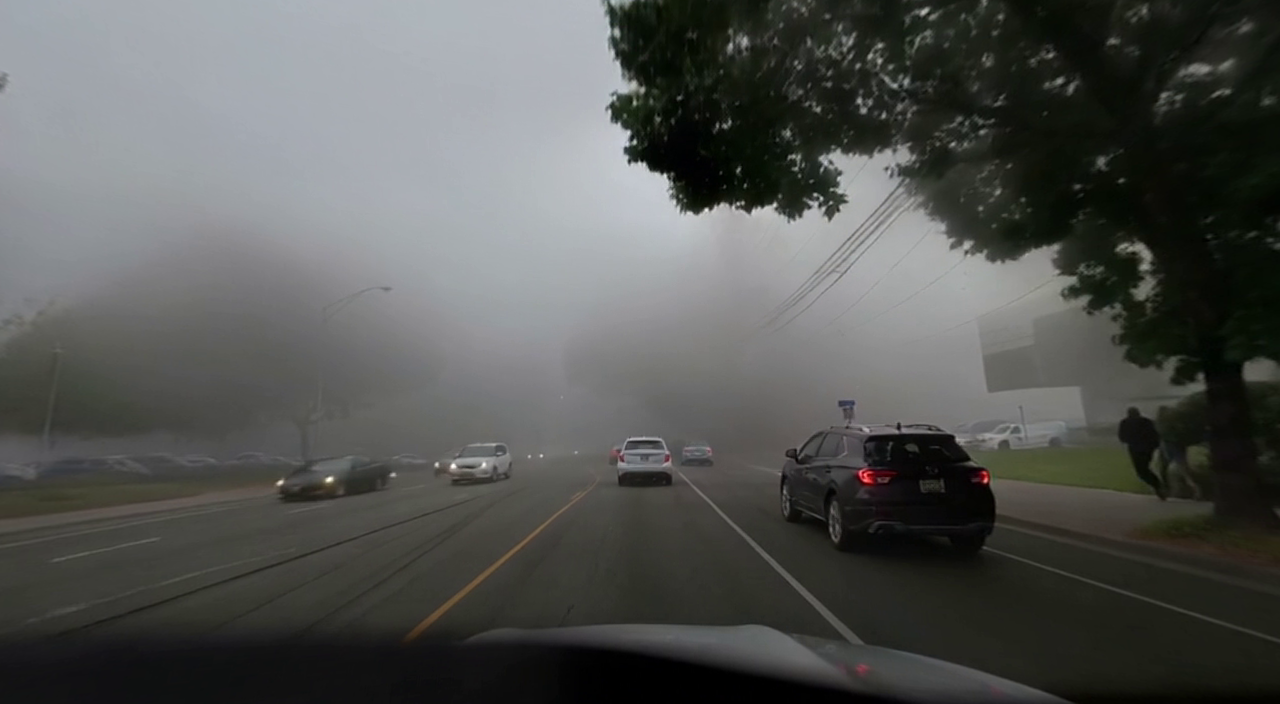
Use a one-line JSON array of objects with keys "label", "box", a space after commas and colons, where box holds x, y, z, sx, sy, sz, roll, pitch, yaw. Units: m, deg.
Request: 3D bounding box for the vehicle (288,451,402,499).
[{"label": "vehicle", "box": [-10.527, 4.396, 22.925, 1.967, 1.494, 4.483, 0, -9, 0]}]

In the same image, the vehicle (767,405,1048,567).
[{"label": "vehicle", "box": [3.340, 1.778, 9.093, 2.024, 1.711, 4.512, 0, -8, 0]}]

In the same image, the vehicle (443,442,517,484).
[{"label": "vehicle", "box": [-6.762, 4.717, 27.211, 2.008, 1.638, 4.552, 0, -8, 0]}]

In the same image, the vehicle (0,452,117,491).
[{"label": "vehicle", "box": [-22.865, 4.485, 23.904, 4.046, 1.394, 2.134, 0, -9, -2]}]

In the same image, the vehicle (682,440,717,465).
[{"label": "vehicle", "box": [3.819, 6.521, 40.978, 1.880, 1.503, 4.130, 0, -9, 0]}]

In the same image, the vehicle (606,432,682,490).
[{"label": "vehicle", "box": [0.114, 3.496, 20.498, 2.200, 1.653, 4.127, 0, -8, 0]}]
